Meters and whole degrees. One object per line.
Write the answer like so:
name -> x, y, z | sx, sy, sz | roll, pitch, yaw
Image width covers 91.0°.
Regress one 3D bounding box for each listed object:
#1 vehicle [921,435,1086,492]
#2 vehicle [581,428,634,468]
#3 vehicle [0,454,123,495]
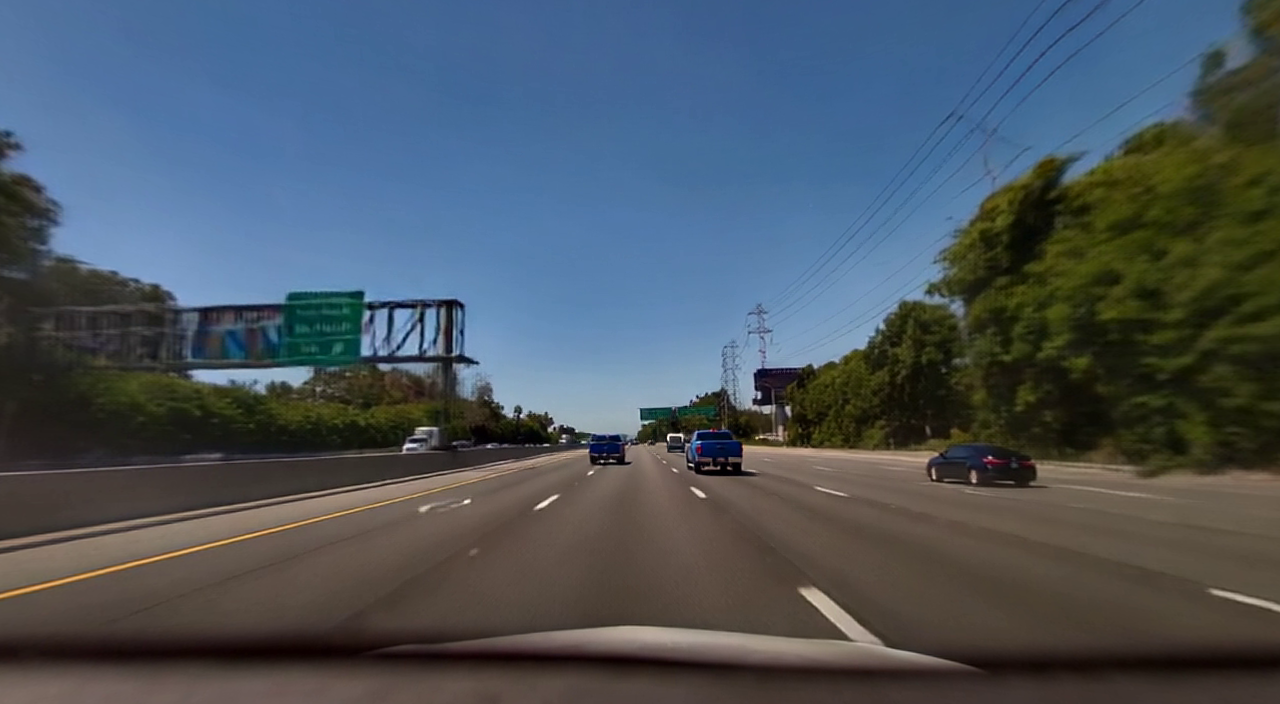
vehicle -> 10.460, 3.235, 18.661 | 2.076, 1.470, 4.644 | 0, -8, -1
vehicle -> -1.731, 5.486, 36.044 | 2.508, 2.023, 6.176 | 0, -8, 2
vehicle -> -25.076, 5.141, 26.867 | 1.951, 1.489, 4.781 | 0, -8, 0
